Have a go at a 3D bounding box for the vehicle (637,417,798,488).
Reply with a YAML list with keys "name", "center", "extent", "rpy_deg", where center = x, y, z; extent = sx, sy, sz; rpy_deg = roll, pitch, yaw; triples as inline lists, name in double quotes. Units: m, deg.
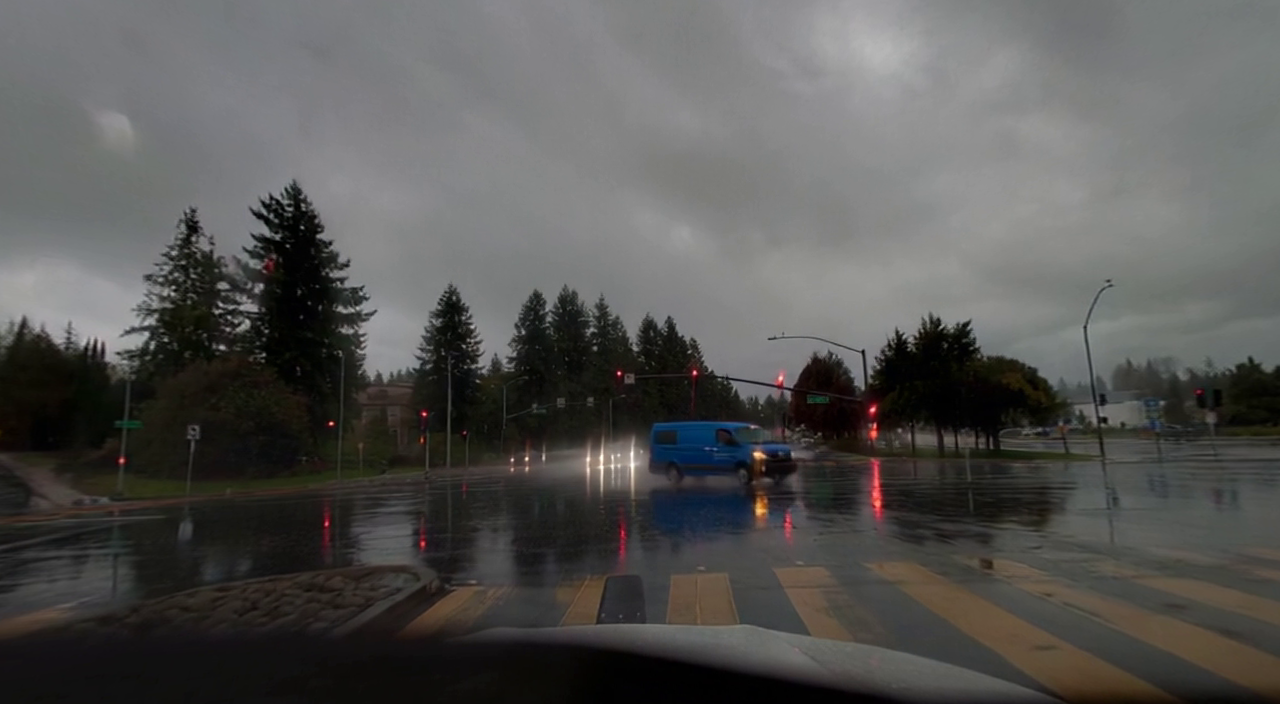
- name: "vehicle"
  center: [2.849, 3.878, 24.533]
  extent: [5.791, 2.404, 2.465]
  rpy_deg: [-8, -11, 42]
